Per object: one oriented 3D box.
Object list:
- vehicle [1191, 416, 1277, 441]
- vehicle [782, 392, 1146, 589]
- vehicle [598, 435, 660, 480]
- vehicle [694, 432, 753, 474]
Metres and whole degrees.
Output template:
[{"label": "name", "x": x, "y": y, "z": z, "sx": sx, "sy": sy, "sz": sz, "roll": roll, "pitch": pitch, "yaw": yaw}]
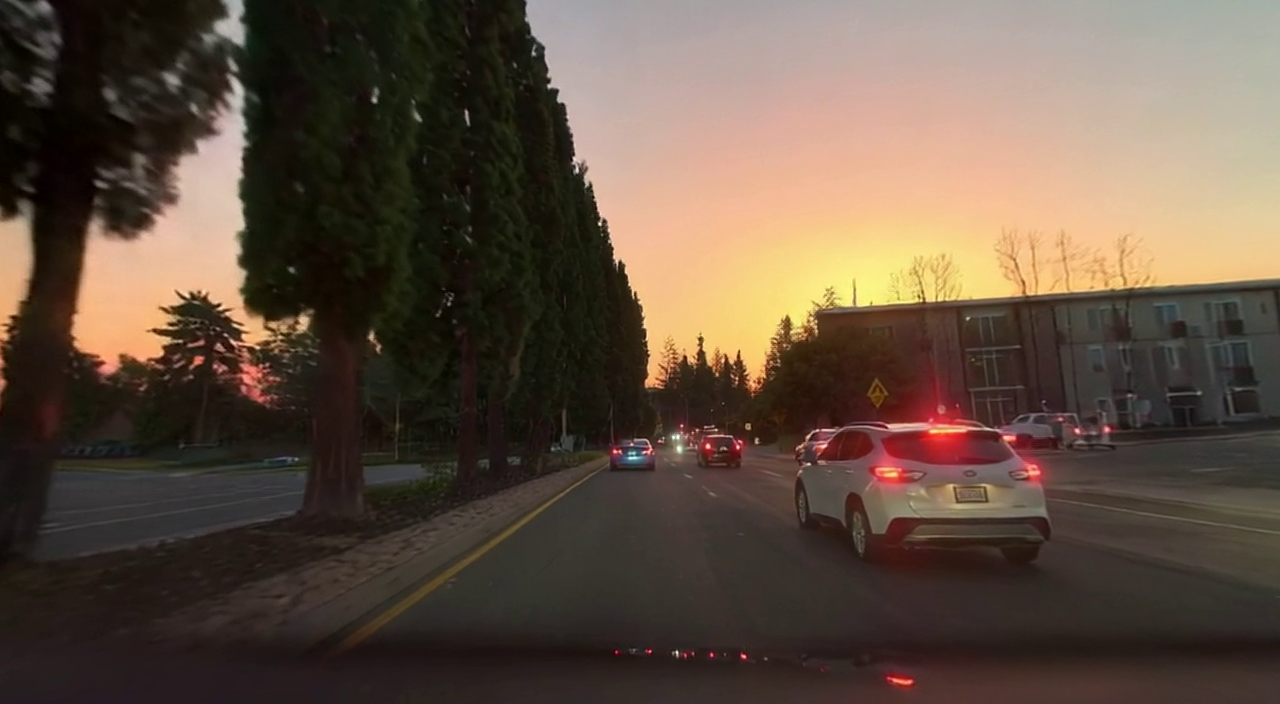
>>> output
[{"label": "vehicle", "x": 39.876, "y": 5.188, "z": 42.286, "sx": 1.839, "sy": 1.506, "sz": 4.108, "roll": 0, "pitch": -8, "yaw": 2}, {"label": "vehicle", "x": 3.330, "y": 1.530, "z": 7.715, "sx": 2.130, "sy": 1.718, "sz": 4.310, "roll": 0, "pitch": -8, "yaw": 0}, {"label": "vehicle", "x": -0.357, "y": 3.877, "z": 23.380, "sx": 2.111, "sy": 1.506, "sz": 4.018, "roll": 0, "pitch": -8, "yaw": 0}, {"label": "vehicle", "x": 3.612, "y": 4.453, "z": 27.934, "sx": 1.982, "sy": 1.709, "sz": 4.427, "roll": 0, "pitch": -8, "yaw": -1}]
